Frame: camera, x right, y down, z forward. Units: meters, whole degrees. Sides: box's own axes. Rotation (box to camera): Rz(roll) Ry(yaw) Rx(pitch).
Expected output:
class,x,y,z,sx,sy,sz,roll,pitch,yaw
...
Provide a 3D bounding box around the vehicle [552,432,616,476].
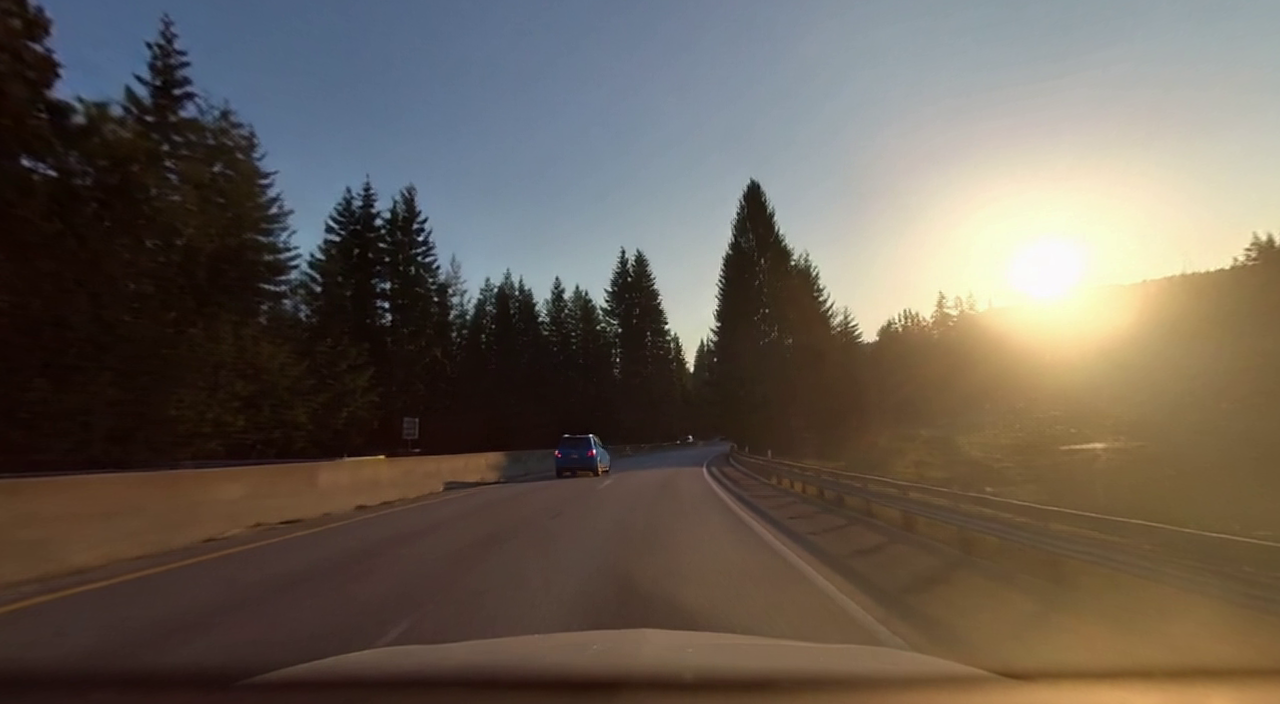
class,x,y,z,sx,sy,sz,roll,pitch,yaw
vehicle,-2.322,4.422,27.501,2.005,1.752,4.479,-1,-8,5
